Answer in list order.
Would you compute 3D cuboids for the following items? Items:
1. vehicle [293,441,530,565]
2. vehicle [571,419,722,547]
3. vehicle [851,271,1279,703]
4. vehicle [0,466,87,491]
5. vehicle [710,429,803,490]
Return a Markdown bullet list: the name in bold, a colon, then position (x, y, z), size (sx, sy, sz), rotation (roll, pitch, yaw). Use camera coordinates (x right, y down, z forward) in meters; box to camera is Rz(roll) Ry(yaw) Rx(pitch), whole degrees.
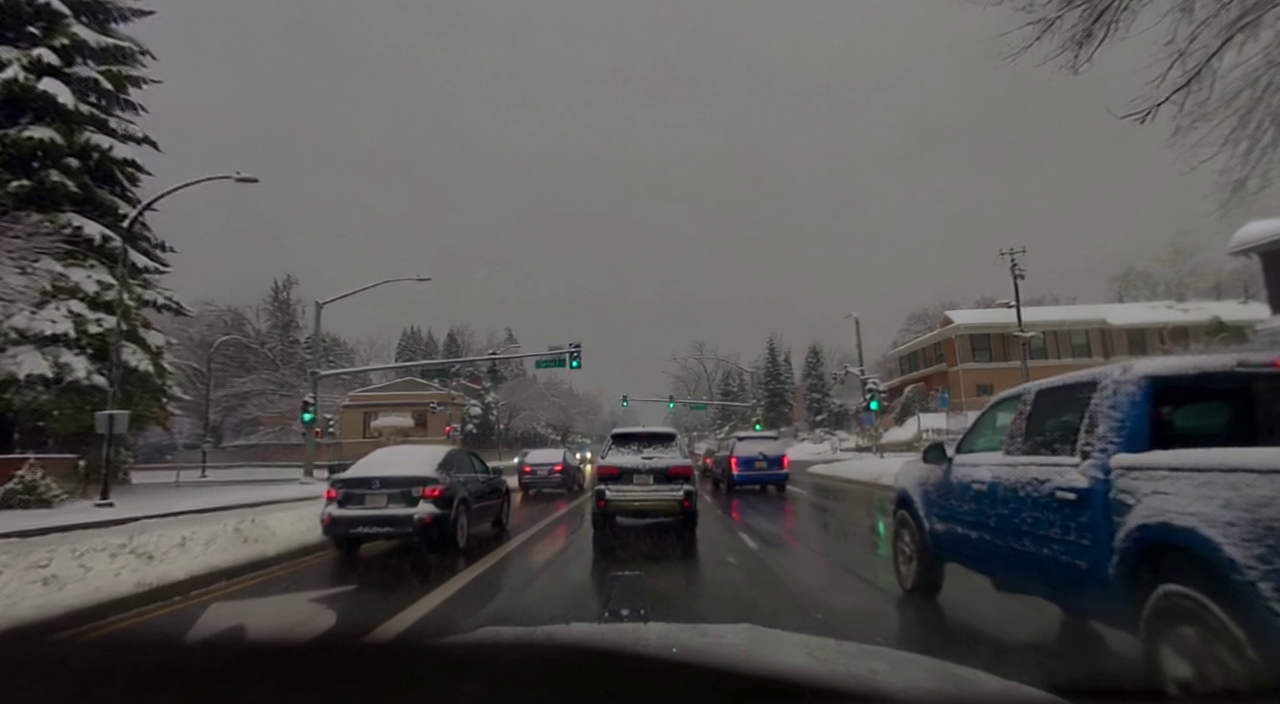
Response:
- **vehicle**: position (-3.182, 2.176, 10.030), size (1.909, 1.476, 4.751), rotation (0, -8, 1)
- **vehicle**: position (0.119, 2.133, 10.853), size (2.113, 1.768, 3.901), rotation (0, -9, 1)
- **vehicle**: position (3.428, 0.878, 3.473), size (2.571, 1.857, 5.841), rotation (0, -9, 1)
- **vehicle**: position (-40.927, 8.506, 42.474), size (5.100, 1.533, 2.032), rotation (1, -9, -9)
- **vehicle**: position (3.979, 3.809, 22.646), size (2.408, 1.908, 5.355), rotation (0, -9, 1)
